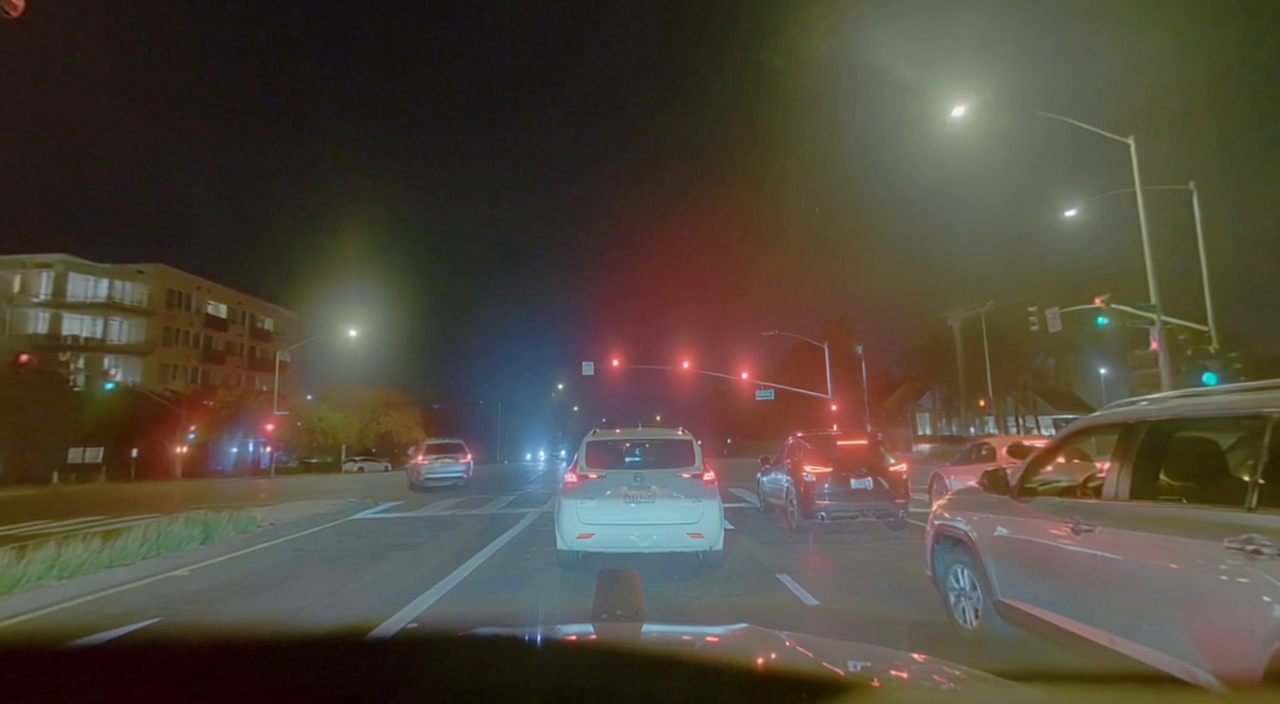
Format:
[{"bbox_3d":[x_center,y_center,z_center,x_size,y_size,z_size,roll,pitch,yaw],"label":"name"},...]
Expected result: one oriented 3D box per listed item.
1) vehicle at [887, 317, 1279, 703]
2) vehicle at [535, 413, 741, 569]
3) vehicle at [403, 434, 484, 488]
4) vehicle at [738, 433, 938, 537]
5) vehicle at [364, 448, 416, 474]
[{"bbox_3d":[3.008,0.865,2.698,2.103,1.701,4.294,0,-8,-1],"label":"vehicle"},{"bbox_3d":[-0.075,1.782,8.797,2.188,1.637,4.027,0,-8,-2],"label":"vehicle"},{"bbox_3d":[-7.576,4.096,24.107,2.021,1.837,4.448,5,-10,-28],"label":"vehicle"},{"bbox_3d":[3.148,2.210,11.182,2.001,1.463,4.398,0,-8,-2],"label":"vehicle"},{"bbox_3d":[-18.840,8.202,47.871,2.026,1.836,4.726,0,-8,0],"label":"vehicle"}]
